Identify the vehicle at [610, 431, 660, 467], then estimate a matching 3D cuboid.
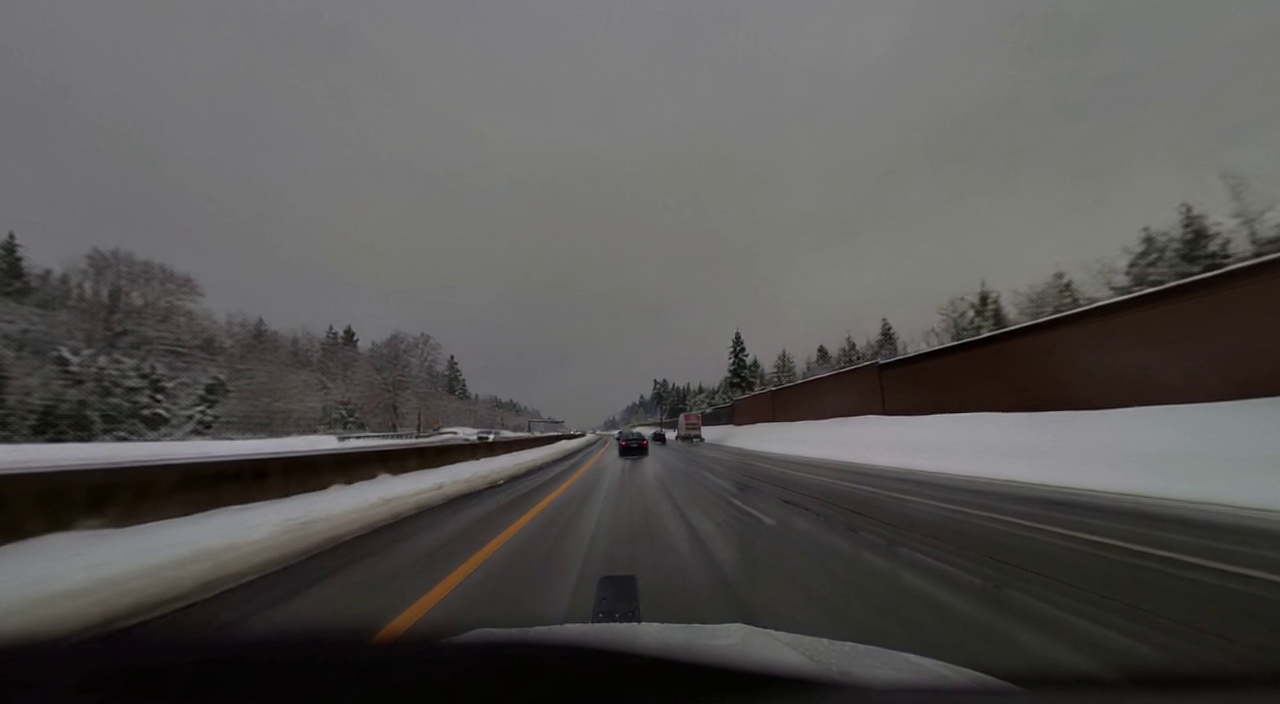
[{"bbox_3d":[-0.289,4.388,28.733,2.119,1.480,4.000,0,-8,-2],"label":"vehicle"}]
